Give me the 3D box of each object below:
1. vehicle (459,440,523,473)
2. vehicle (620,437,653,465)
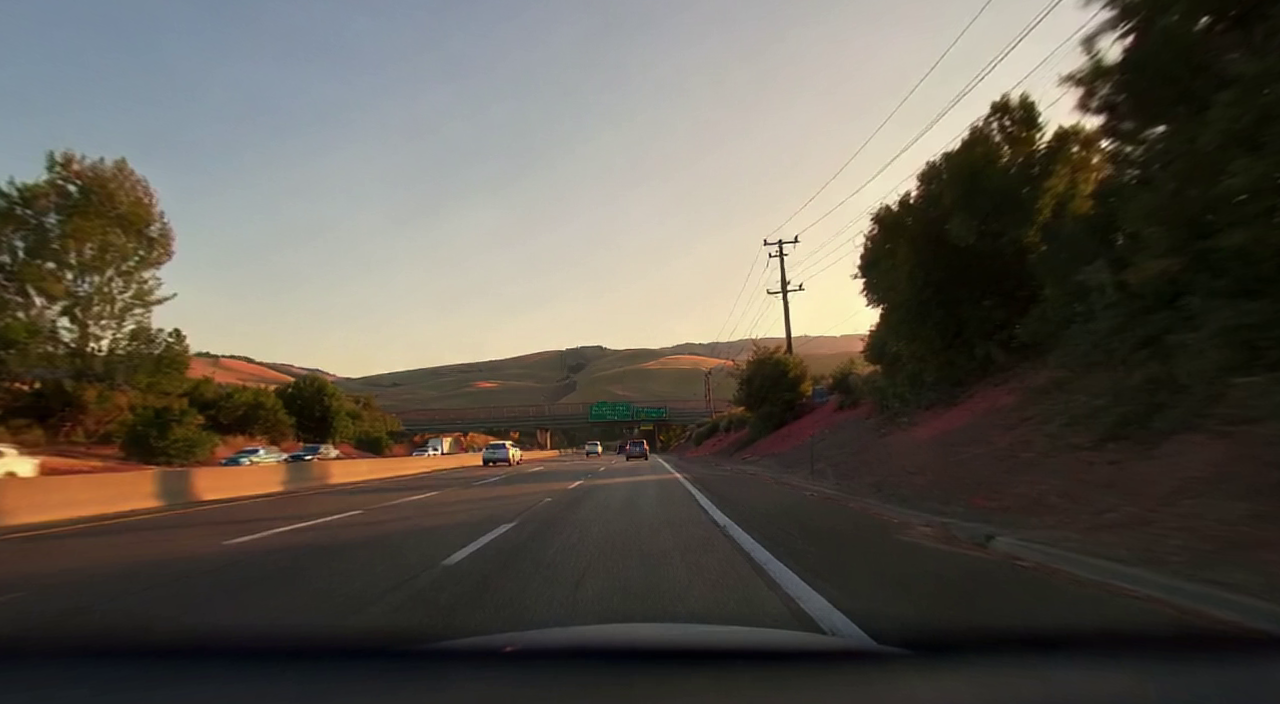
[{"bbox_3d":[-7.346,5.187,31.688,2.077,1.511,4.323,0,-8,1],"label":"vehicle"},{"bbox_3d":[-0.212,6.606,42.277,2.063,1.715,4.299,0,-8,0],"label":"vehicle"}]
